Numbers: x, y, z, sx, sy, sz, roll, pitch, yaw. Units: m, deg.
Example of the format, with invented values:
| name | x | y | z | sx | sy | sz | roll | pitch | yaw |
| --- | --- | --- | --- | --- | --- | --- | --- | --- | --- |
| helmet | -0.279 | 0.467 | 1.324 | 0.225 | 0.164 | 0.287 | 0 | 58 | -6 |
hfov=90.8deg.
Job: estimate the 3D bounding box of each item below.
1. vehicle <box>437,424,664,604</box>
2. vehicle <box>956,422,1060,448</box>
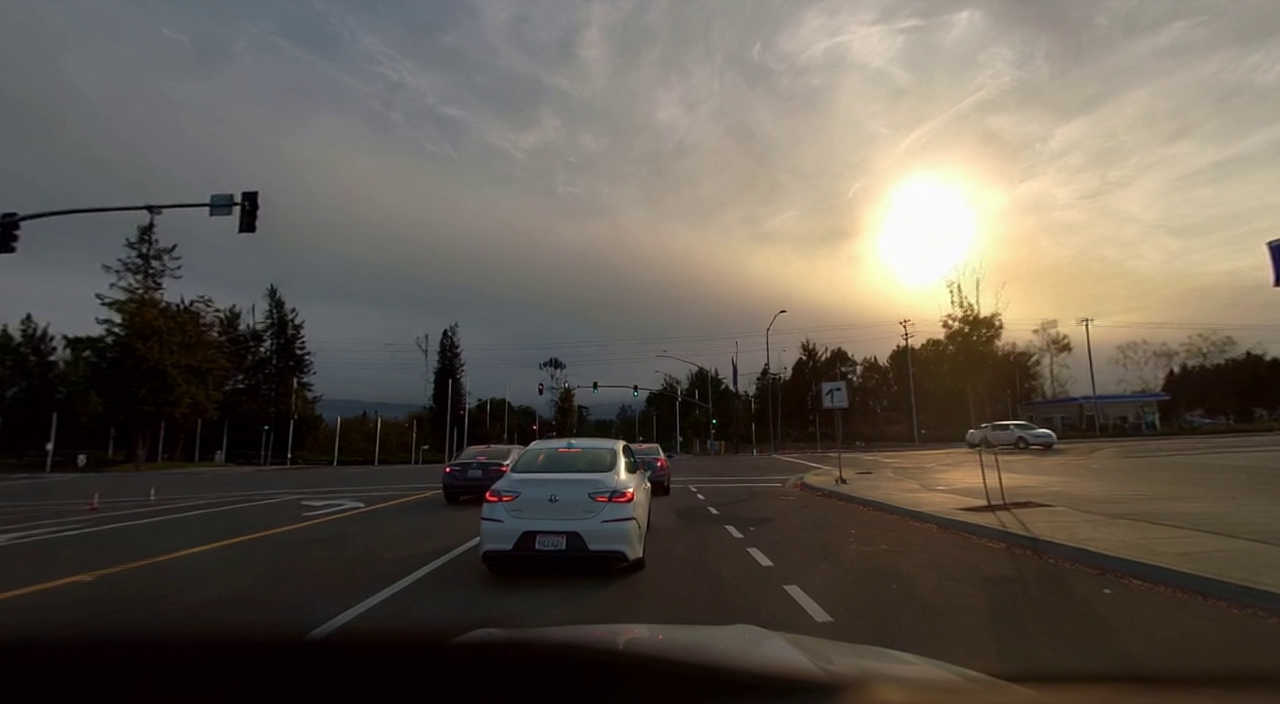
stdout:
| name | x | y | z | sx | sy | sz | roll | pitch | yaw |
| --- | --- | --- | --- | --- | --- | --- | --- | --- | --- |
| vehicle | -0.687 | 1.712 | 7.666 | 1.916 | 1.510 | 4.447 | 0 | -8 | 2 |
| vehicle | 21.905 | 4.994 | 37.763 | 4.874 | 1.502 | 2.048 | 0 | -8 | 1 |
